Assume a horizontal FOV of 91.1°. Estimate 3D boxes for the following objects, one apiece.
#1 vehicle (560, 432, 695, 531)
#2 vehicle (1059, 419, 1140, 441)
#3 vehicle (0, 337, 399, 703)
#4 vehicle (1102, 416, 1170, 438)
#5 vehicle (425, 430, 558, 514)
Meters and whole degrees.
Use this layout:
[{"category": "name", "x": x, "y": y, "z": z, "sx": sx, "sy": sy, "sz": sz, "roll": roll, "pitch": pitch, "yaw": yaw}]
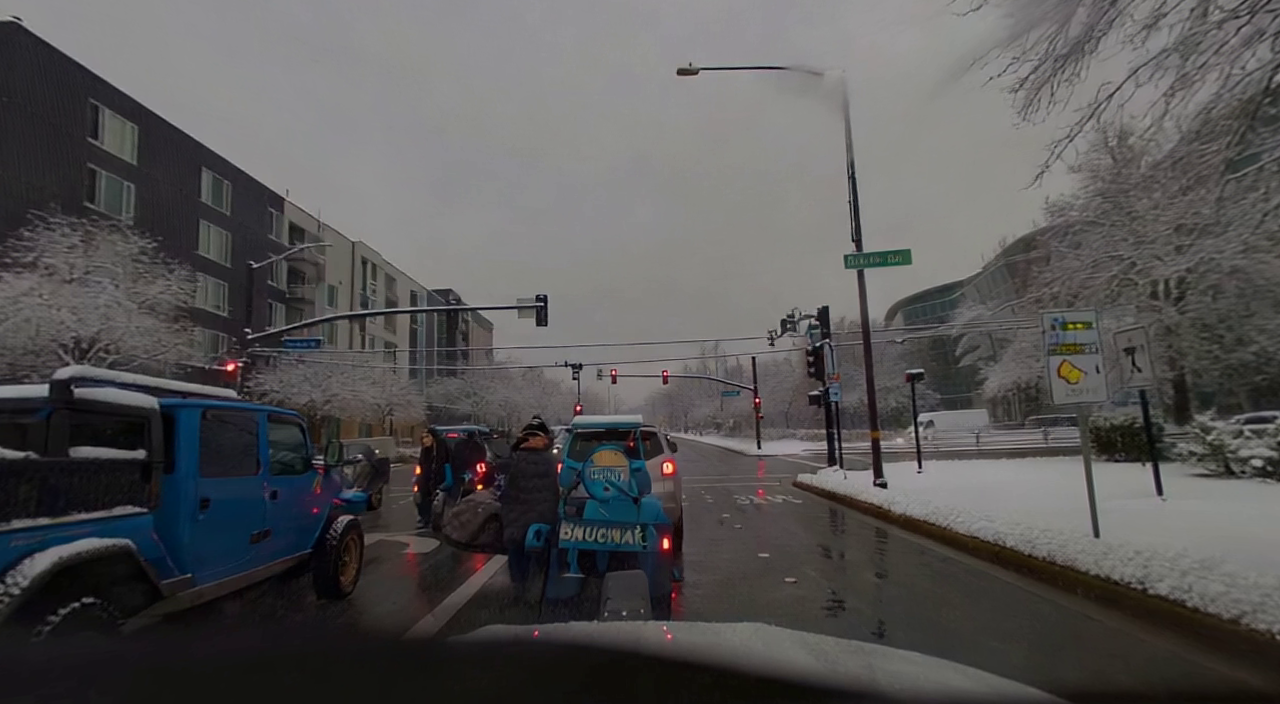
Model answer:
[{"category": "vehicle", "x": -0.164, "y": 2.252, "z": 11.532, "sx": 2.025, "sy": 1.458, "sz": 4.085, "roll": 0, "pitch": -8, "yaw": 1}, {"category": "vehicle", "x": 30.758, "y": 5.265, "z": 42.067, "sx": 1.751, "sy": 1.420, "sz": 4.027, "roll": 8, "pitch": -12, "yaw": -43}, {"category": "vehicle", "x": -3.611, "y": 1.131, "z": 4.443, "sx": 2.000, "sy": 1.809, "sz": 4.405, "roll": 0, "pitch": -8, "yaw": 1}, {"category": "vehicle", "x": 36.771, "y": 5.595, "z": 46.559, "sx": 1.625, "sy": 1.449, "sz": 3.557, "roll": 6, "pitch": -11, "yaw": -38}, {"category": "vehicle", "x": -3.172, "y": 2.650, "z": 14.354, "sx": 1.935, "sy": 1.615, "sz": 4.073, "roll": -1, "pitch": -8, "yaw": 2}]
